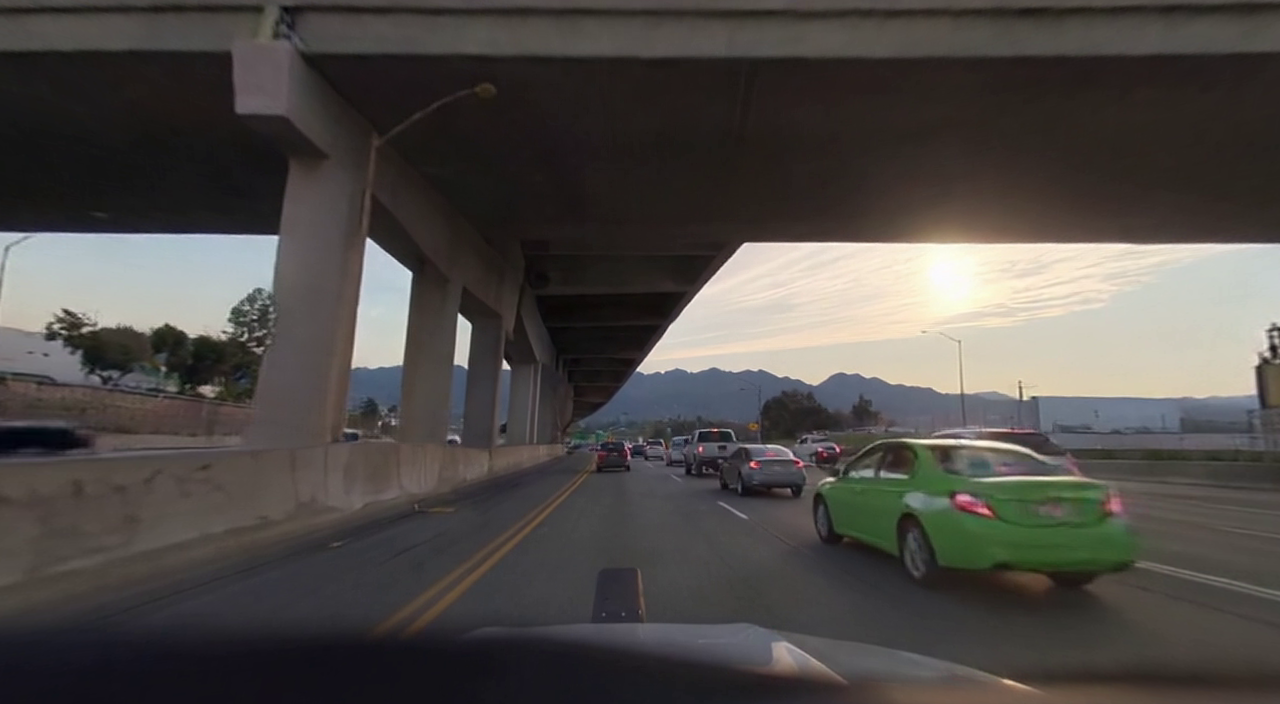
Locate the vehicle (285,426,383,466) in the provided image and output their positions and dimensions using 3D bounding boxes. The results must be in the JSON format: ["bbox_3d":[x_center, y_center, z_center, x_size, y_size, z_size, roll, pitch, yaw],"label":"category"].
[{"bbox_3d":[-12.582,3.924,26.359,2.045,1.499,4.501,0,-8,-3],"label":"vehicle"}]

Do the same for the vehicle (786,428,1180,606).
[{"bbox_3d":[3.409,1.715,7.638,2.074,1.455,4.646,0,-8,-1],"label":"vehicle"}]

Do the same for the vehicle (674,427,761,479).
[{"bbox_3d":[3.289,4.530,28.650,2.747,2.061,7.011,0,-8,-3],"label":"vehicle"}]

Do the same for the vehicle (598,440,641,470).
[{"bbox_3d":[-1.160,5.720,35.398,2.266,1.549,3.978,0,-8,-2],"label":"vehicle"}]

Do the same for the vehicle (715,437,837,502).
[{"bbox_3d":[3.477,3.103,17.276,2.048,1.497,4.952,0,-8,-2],"label":"vehicle"}]
